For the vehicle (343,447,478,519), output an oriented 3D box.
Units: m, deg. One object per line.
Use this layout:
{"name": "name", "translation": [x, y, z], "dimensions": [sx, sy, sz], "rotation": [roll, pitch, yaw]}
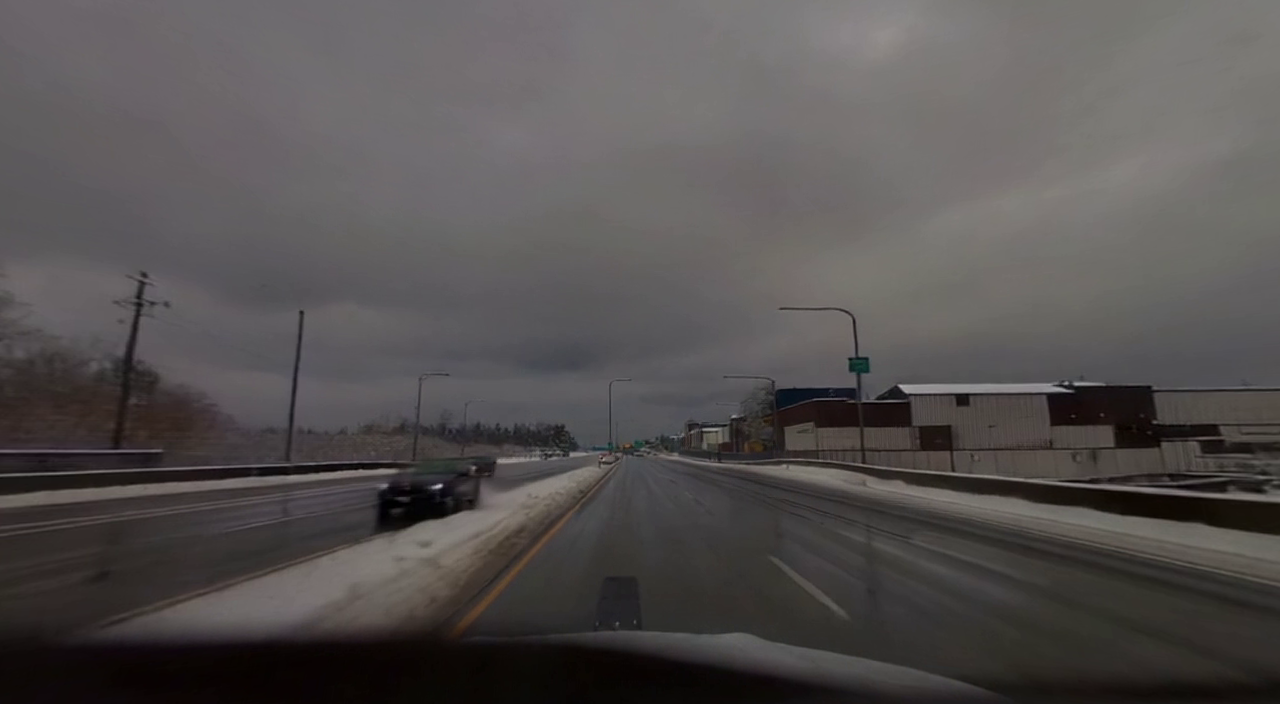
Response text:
{"name": "vehicle", "translation": [-5.780, 3.315, 16.436], "dimensions": [1.918, 1.590, 4.225], "rotation": [-1, -9, 0]}
